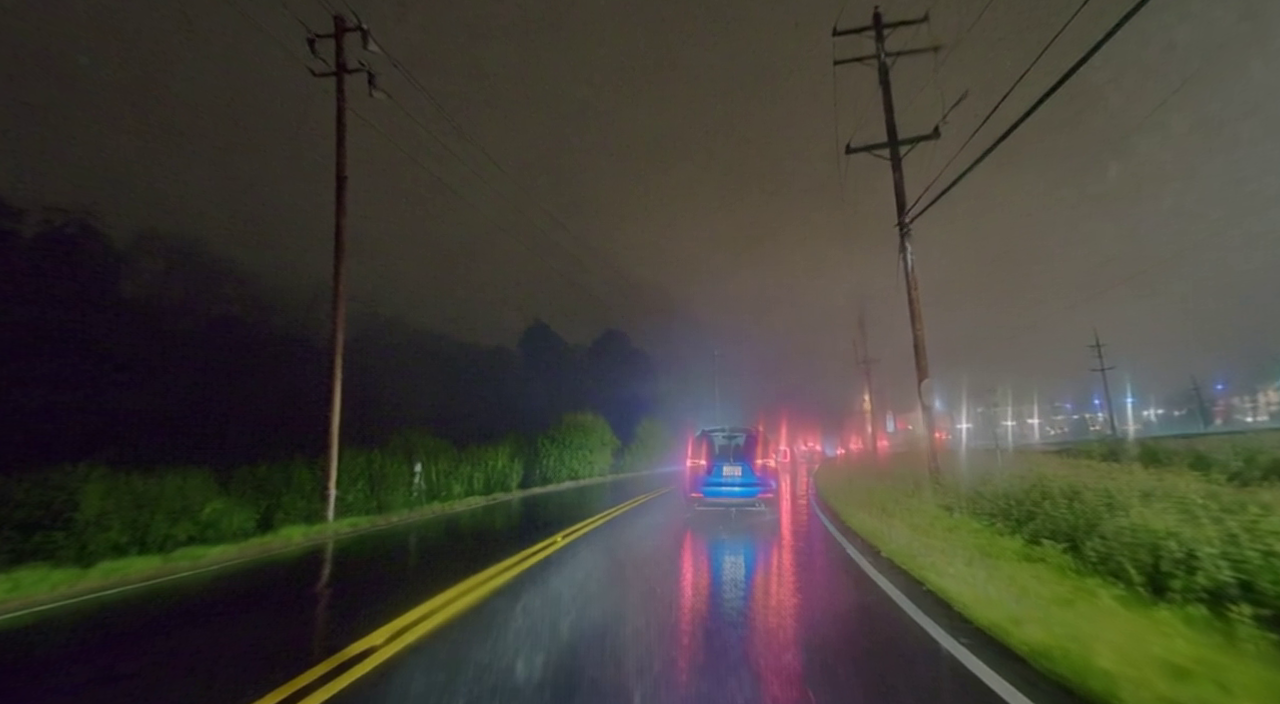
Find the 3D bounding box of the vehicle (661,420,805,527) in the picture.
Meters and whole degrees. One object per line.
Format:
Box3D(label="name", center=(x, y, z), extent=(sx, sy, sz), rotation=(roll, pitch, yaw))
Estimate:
Box3D(label="vehicle", center=(1.807, 2.150, 11.715), extent=(2.157, 1.565, 4.243), rotation=(-2, -9, 11))
